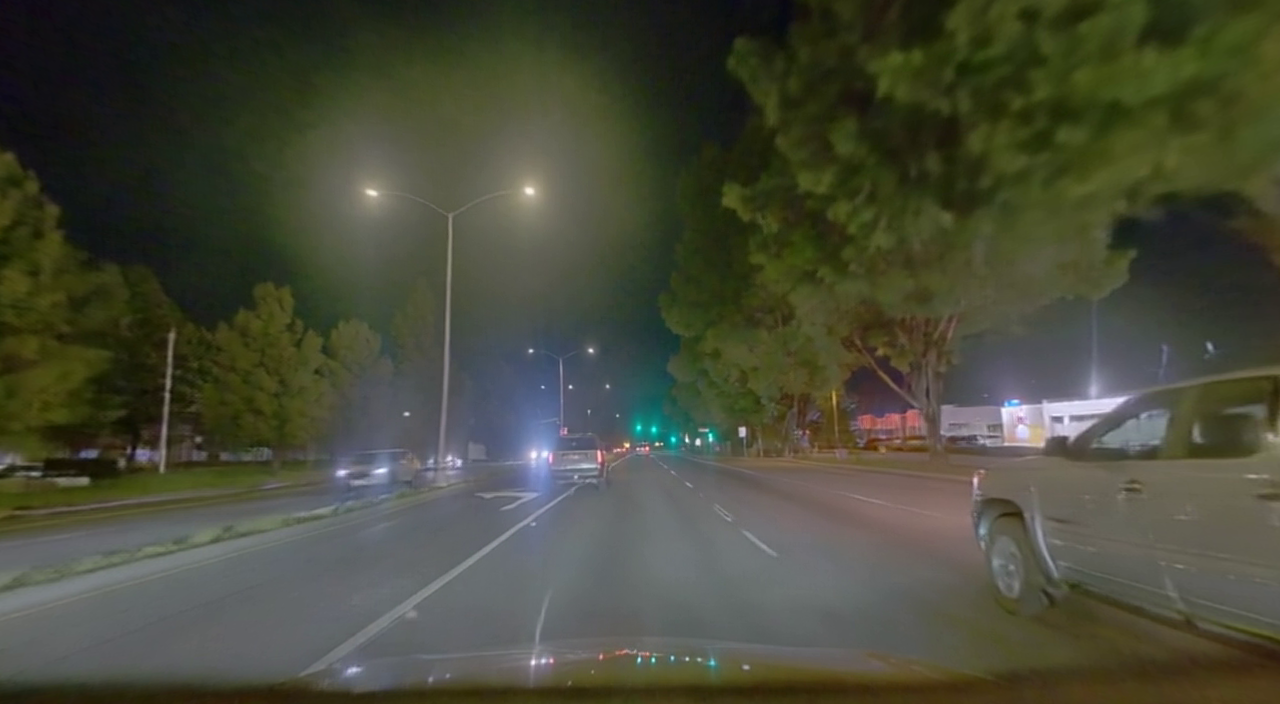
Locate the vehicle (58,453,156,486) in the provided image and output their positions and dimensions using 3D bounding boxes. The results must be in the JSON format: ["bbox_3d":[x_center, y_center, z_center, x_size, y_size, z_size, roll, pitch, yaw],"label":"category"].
[{"bbox_3d":[-28.478,6.258,33.837,3.590,1.477,1.837,-3,-8,0],"label":"vehicle"}]

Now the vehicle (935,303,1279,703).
[{"bbox_3d":[3.497,0.747,2.633,2.238,1.767,4.563,0,-8,-1],"label":"vehicle"}]

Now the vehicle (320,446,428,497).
[{"bbox_3d":[-8.989,4.033,21.739,2.001,1.579,3.930,0,-8,0],"label":"vehicle"}]

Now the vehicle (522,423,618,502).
[{"bbox_3d":[-1.829,3.030,17.786,2.300,1.870,4.936,0,-8,-3],"label":"vehicle"}]
